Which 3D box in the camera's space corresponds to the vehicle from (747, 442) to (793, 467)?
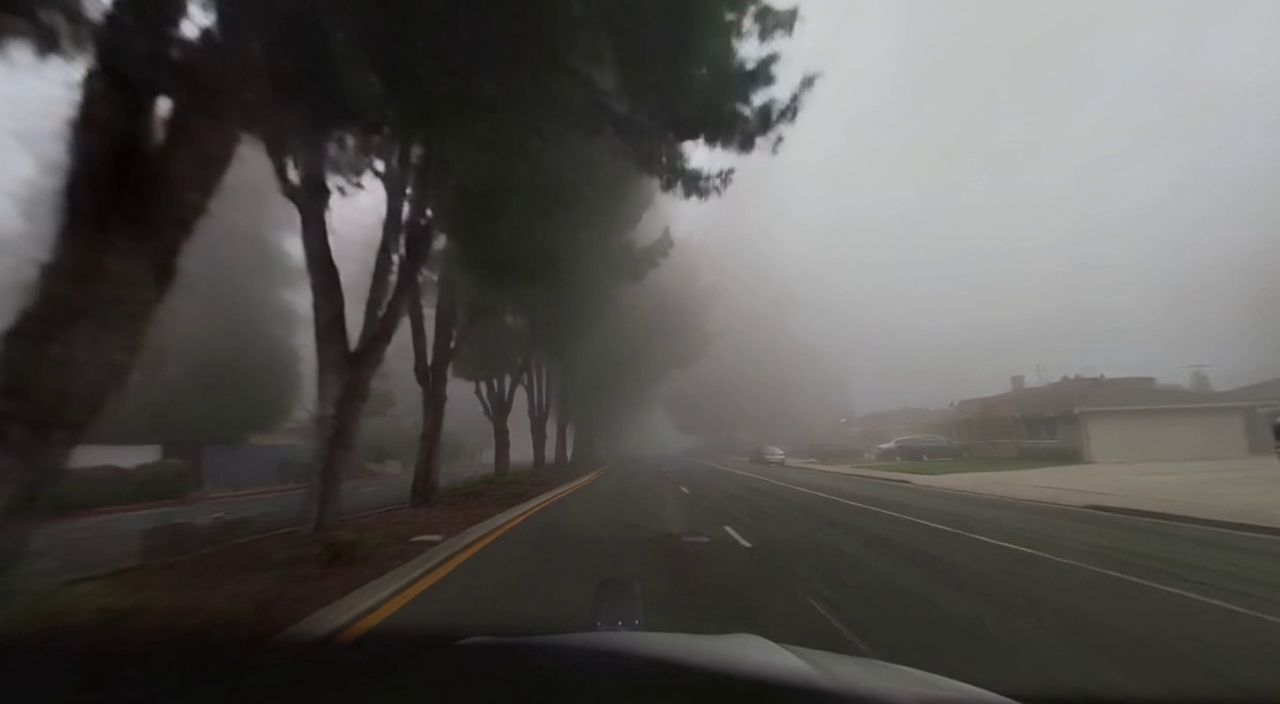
[{"bbox_3d":[8.456,6.691,41.370,1.940,1.516,4.319,0,-9,-3],"label":"vehicle"}]
